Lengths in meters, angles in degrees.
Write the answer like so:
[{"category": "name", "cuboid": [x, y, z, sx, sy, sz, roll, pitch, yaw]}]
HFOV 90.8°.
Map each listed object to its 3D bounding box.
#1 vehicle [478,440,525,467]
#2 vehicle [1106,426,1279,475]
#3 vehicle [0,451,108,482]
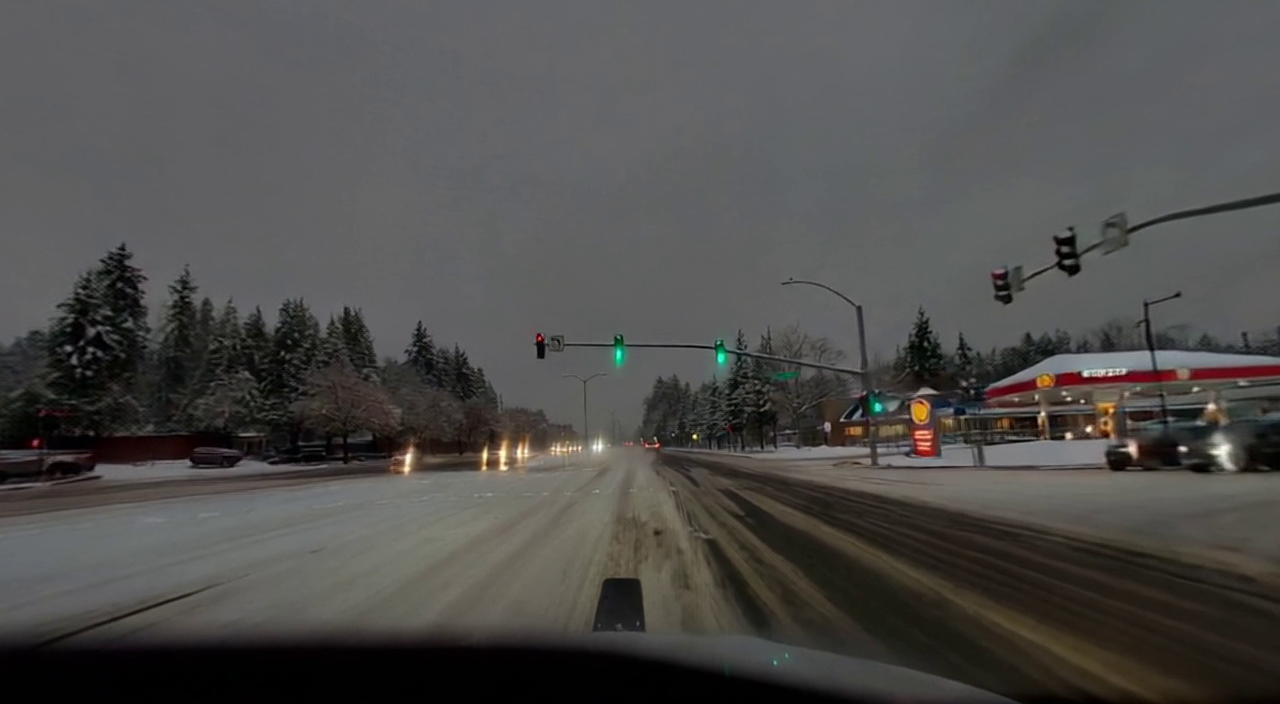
[{"category": "vehicle", "cuboid": [-8.572, 6.318, 39.323, 1.913, 1.478, 4.312, -4, -9, 0]}, {"category": "vehicle", "cuboid": [18.329, 3.203, 20.619, 4.533, 1.485, 1.916, -3, -9, 19]}, {"category": "vehicle", "cuboid": [-38.898, 7.475, 41.496, 5.871, 1.874, 2.157, 7, -11, -39]}]
